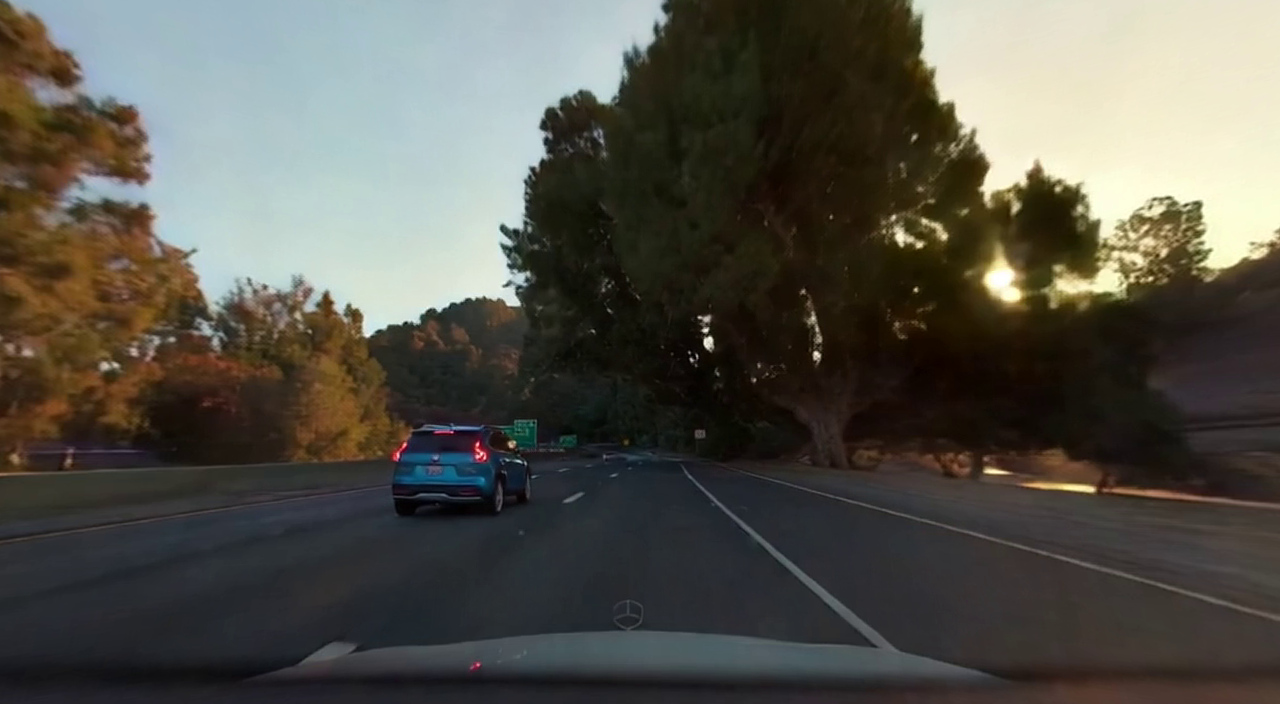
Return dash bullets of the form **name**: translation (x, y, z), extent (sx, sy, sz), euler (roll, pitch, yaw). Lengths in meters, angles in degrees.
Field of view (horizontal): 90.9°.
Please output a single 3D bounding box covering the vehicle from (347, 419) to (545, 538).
- **vehicle**: translation (-3.349, 2.293, 12.104), extent (2.183, 1.803, 4.685), euler (0, -8, 2)
